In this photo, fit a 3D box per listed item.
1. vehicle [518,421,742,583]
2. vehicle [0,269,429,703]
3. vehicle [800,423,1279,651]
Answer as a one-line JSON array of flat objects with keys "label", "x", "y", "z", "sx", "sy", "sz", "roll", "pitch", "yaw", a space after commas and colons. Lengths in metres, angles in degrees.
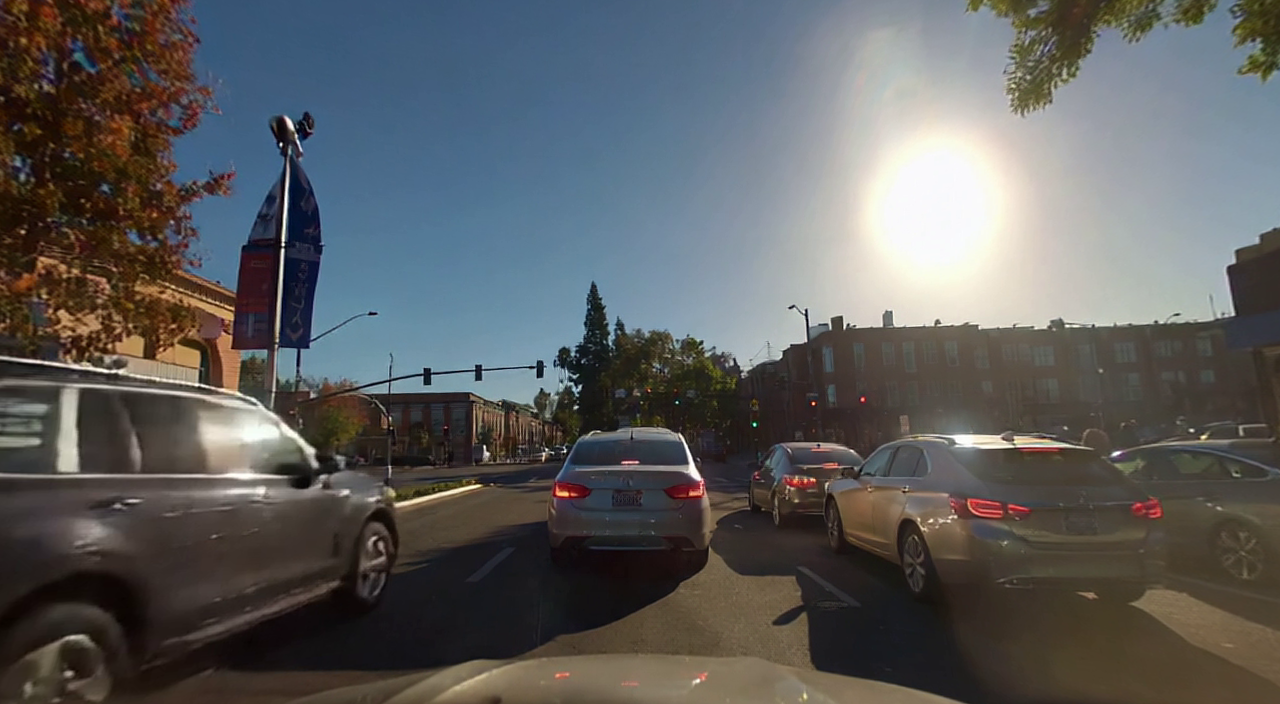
[{"label": "vehicle", "x": -0.128, "y": 1.724, "z": 8.069, "sx": 2.118, "sy": 1.512, "sz": 4.013, "roll": 0, "pitch": -9, "yaw": -1}, {"label": "vehicle", "x": -3.043, "y": 0.887, "z": 3.245, "sx": 2.223, "sy": 1.840, "sz": 4.919, "roll": 0, "pitch": -9, "yaw": 0}, {"label": "vehicle", "x": 3.215, "y": 1.543, "z": 6.439, "sx": 1.912, "sy": 1.454, "sz": 4.537, "roll": 0, "pitch": -9, "yaw": -1}]
